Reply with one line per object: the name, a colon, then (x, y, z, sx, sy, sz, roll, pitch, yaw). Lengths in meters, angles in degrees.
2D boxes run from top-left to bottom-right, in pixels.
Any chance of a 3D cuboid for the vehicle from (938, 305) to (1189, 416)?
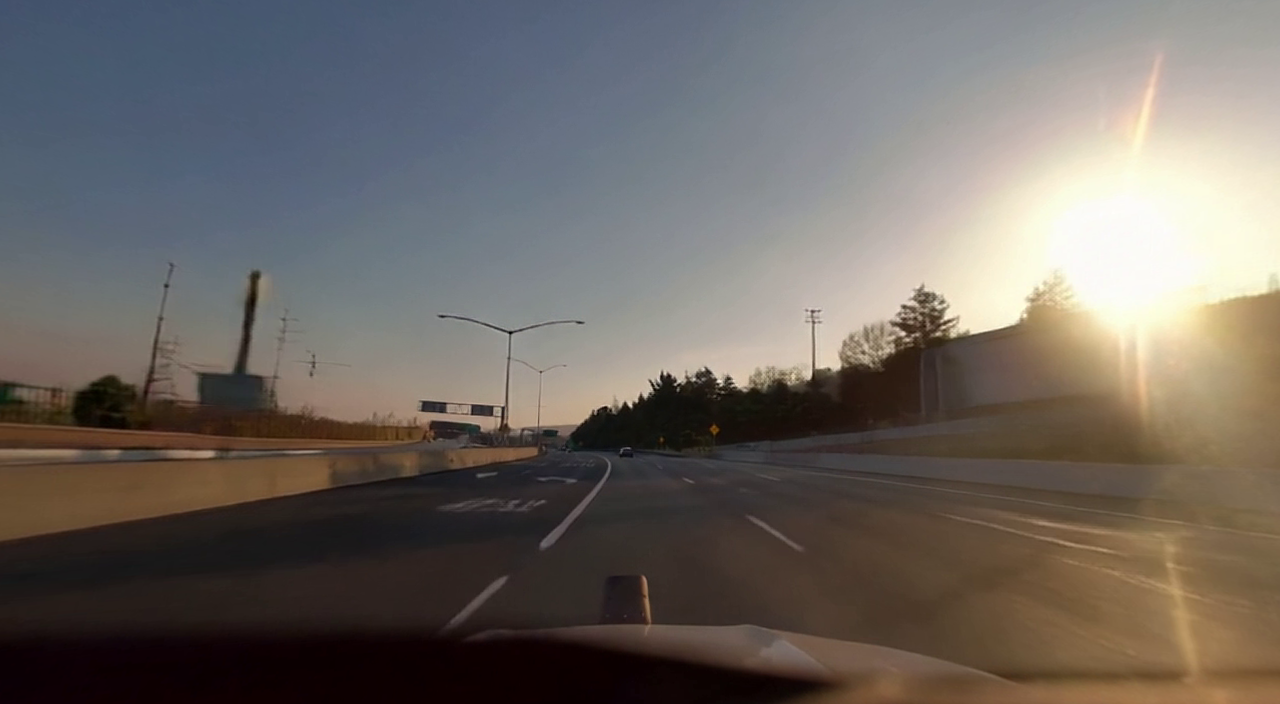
vehicle: (24.169, 1.120, 37.995, 2.893, 4.671, 14.157, 4, -9, -13)
